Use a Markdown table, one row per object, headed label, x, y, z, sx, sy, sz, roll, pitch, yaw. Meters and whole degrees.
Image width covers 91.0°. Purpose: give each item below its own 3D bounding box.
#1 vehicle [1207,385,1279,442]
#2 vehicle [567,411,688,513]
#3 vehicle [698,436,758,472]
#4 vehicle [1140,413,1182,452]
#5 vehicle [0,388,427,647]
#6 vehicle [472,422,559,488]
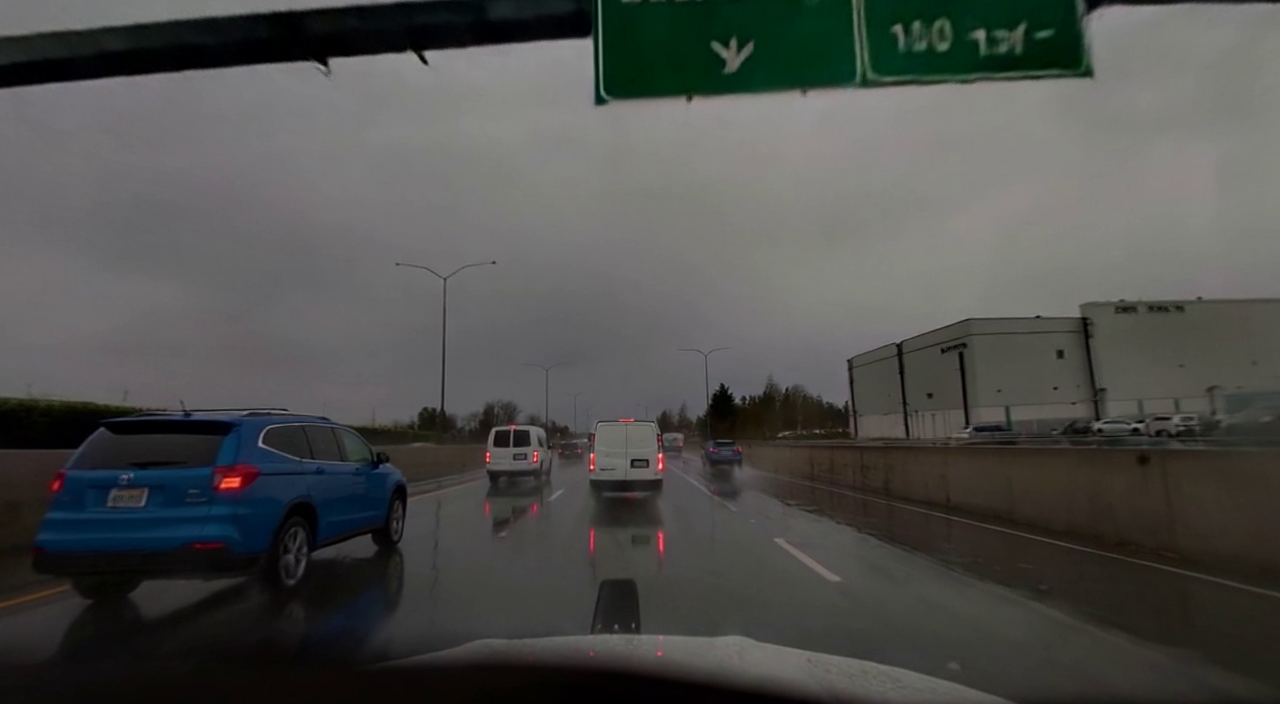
| label | x | y | z | sx | sy | sz | roll | pitch | yaw |
| --- | --- | --- | --- | --- | --- | --- | --- | --- | --- |
| vehicle | 36.296 | 3.612 | 36.266 | 2.528 | 3.094 | 4.804 | -1 | -8 | 1 |
| vehicle | -0.291 | 2.411 | 14.293 | 2.304 | 1.925 | 4.282 | 0 | -8 | -1 |
| vehicle | 3.880 | 4.579 | 28.425 | 1.999 | 1.494 | 3.833 | 0 | -8 | -2 |
| vehicle | 30.806 | 4.769 | 37.242 | 1.480 | 2.238 | 1.864 | -6 | -10 | 33 |
| vehicle | -3.888 | 1.406 | 6.419 | 1.972 | 1.703 | 4.333 | 0 | -8 | -1 |
| vehicle | -3.990 | 3.382 | 20.932 | 2.038 | 1.936 | 4.300 | 0 | -8 | -1 |
